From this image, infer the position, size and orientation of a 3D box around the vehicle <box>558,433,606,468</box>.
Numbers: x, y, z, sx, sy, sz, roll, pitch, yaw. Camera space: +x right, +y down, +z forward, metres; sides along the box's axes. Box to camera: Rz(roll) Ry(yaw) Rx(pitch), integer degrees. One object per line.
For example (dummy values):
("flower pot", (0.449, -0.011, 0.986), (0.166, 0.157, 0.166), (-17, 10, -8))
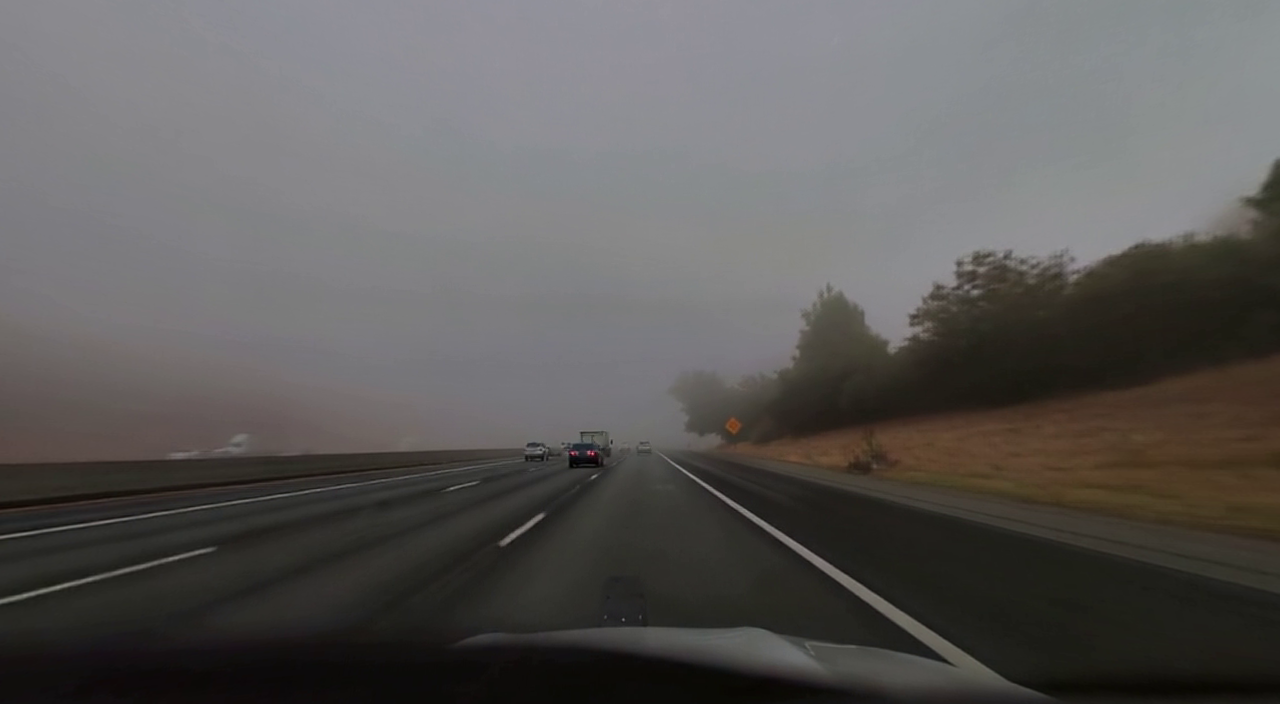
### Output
("vehicle", (-3.022, 5.232, 33.466), (2.194, 1.766, 3.720), (0, -8, 0))

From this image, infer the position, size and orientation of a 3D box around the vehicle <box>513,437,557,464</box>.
("vehicle", (-7.051, 6.680, 42.627), (2.078, 1.729, 4.722), (0, -8, 1))
